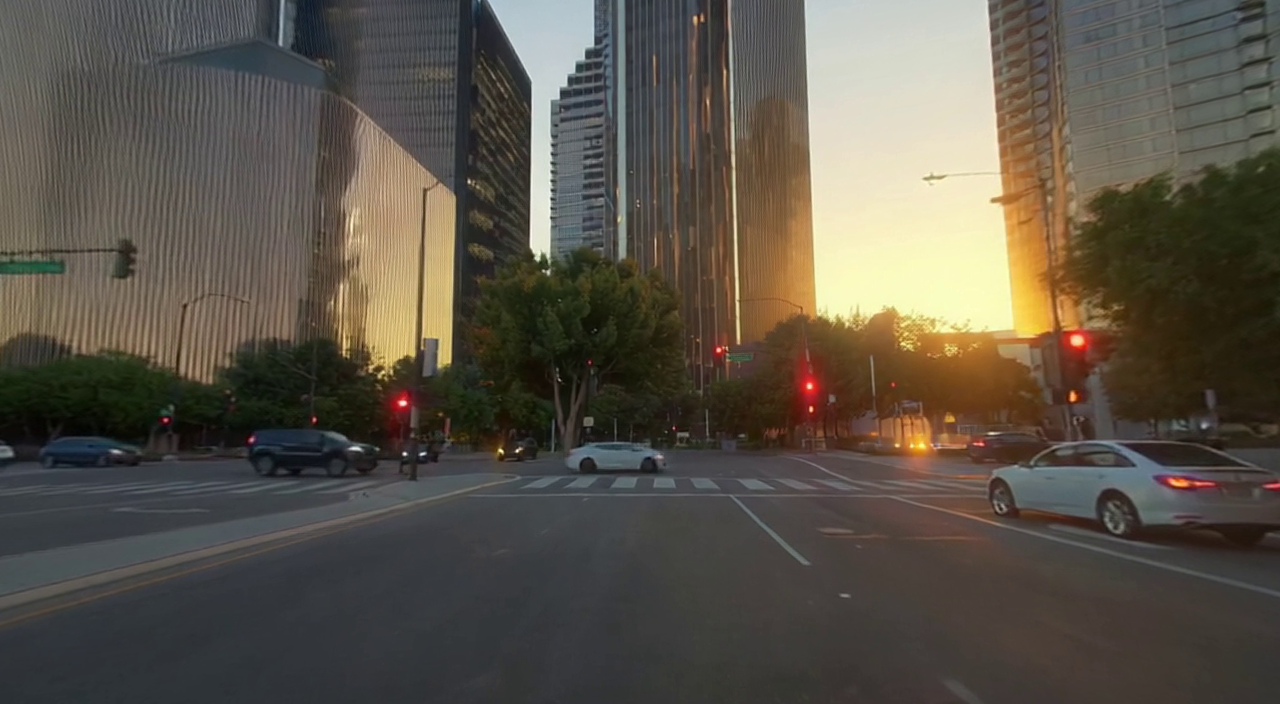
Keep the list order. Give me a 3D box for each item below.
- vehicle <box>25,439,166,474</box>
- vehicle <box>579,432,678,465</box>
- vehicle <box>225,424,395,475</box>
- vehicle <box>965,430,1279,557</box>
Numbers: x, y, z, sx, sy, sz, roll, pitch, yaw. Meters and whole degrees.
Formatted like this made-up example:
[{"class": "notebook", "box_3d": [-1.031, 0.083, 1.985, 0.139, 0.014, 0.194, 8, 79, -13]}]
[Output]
[{"class": "vehicle", "box_3d": [-24.315, 4.663, 28.352, 4.482, 1.492, 1.805, 0, -8, -3]}, {"class": "vehicle", "box_3d": [-0.569, 4.524, 29.740, 4.503, 1.475, 1.789, 0, -8, -3]}, {"class": "vehicle", "box_3d": [-13.260, 3.946, 25.721, 5.659, 1.967, 2.149, 0, -8, -3]}, {"class": "vehicle", "box_3d": [7.438, 2.050, 10.015, 1.936, 1.489, 4.885, 0, -8, 0]}]
